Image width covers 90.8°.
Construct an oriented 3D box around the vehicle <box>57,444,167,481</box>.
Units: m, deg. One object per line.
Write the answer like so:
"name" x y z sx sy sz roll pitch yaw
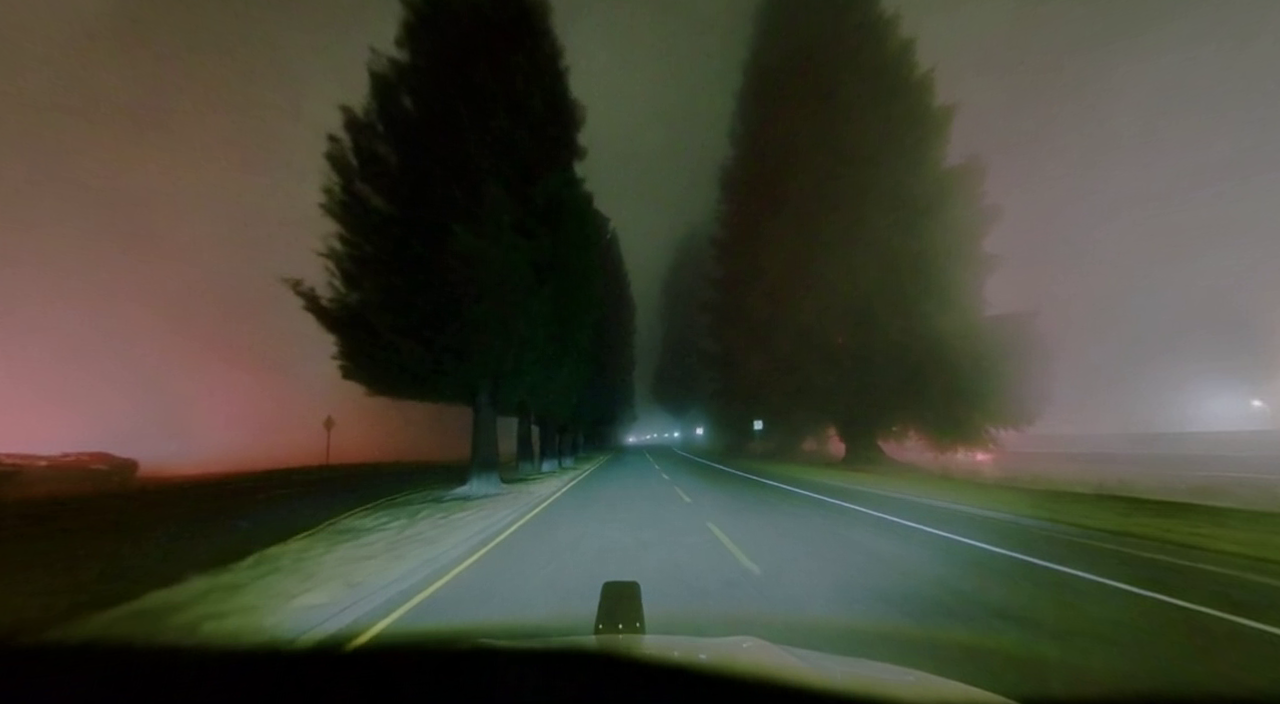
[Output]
"vehicle" -27.646 5.792 33.164 4.168 1.509 2.053 -4 -5 4
